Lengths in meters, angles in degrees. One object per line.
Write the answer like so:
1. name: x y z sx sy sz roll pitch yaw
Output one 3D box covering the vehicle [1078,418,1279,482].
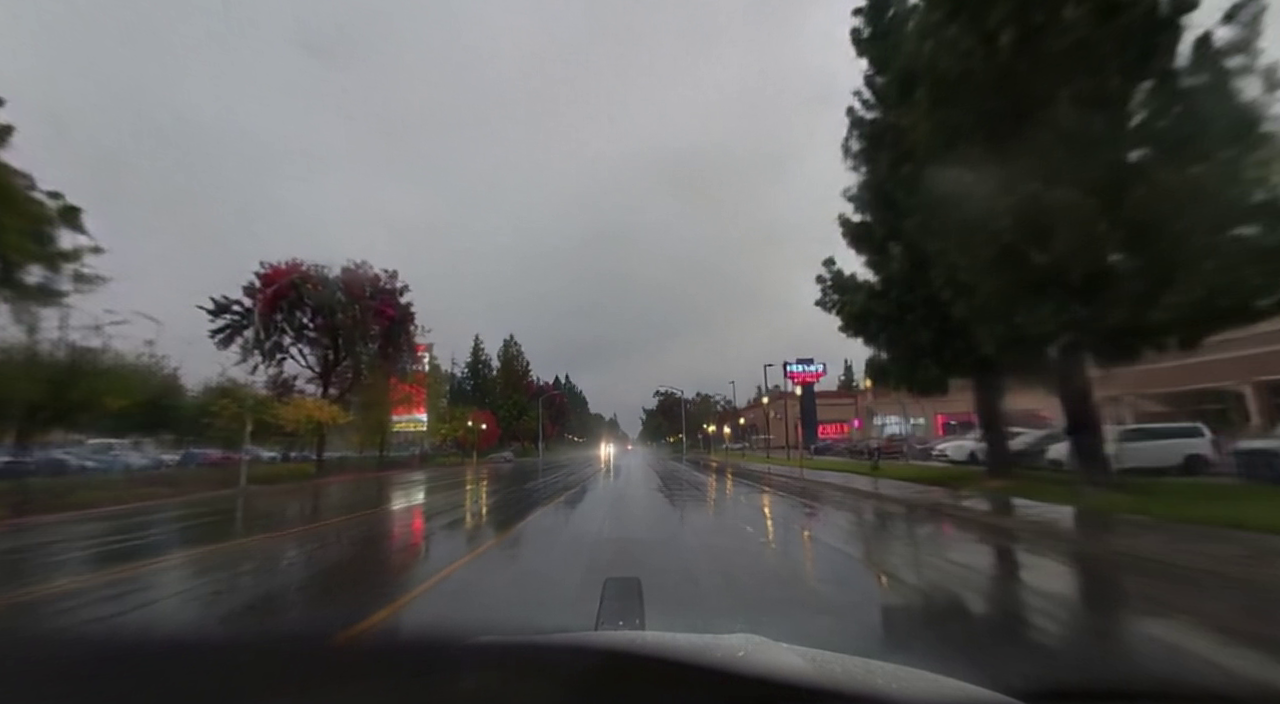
1. vehicle: 15.437 2.781 18.034 4.339 1.673 2.018 0 -8 -2
